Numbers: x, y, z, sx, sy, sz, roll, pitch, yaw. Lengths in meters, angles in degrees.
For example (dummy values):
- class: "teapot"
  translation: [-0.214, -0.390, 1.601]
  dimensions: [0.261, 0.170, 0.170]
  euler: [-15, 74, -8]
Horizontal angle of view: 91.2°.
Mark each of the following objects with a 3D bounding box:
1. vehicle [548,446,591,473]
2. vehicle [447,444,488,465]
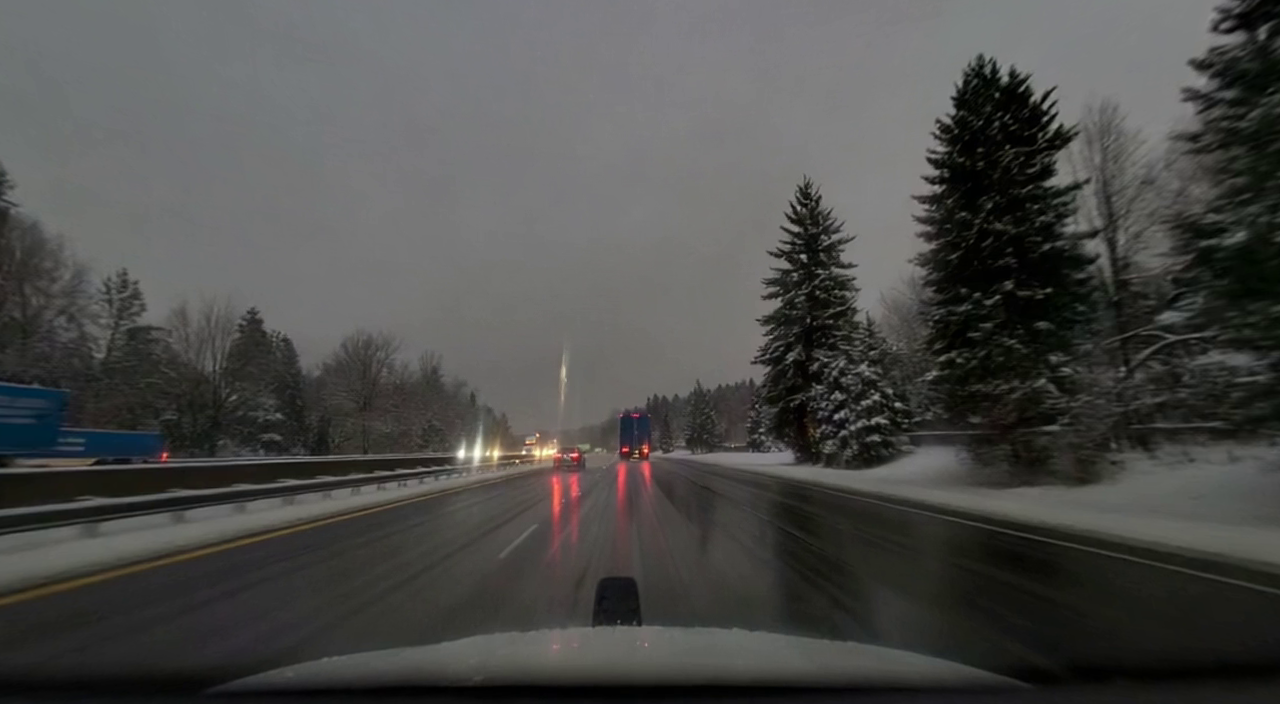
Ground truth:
- class: "vehicle"
  translation: [-4.118, 6.362, 37.270]
  dimensions: [2.057, 1.519, 4.372]
  euler: [0, -9, 0]
- class: "vehicle"
  translation: [-13.300, 7.941, 48.486]
  dimensions: [1.966, 1.518, 4.276]
  euler: [0, -9, 0]
